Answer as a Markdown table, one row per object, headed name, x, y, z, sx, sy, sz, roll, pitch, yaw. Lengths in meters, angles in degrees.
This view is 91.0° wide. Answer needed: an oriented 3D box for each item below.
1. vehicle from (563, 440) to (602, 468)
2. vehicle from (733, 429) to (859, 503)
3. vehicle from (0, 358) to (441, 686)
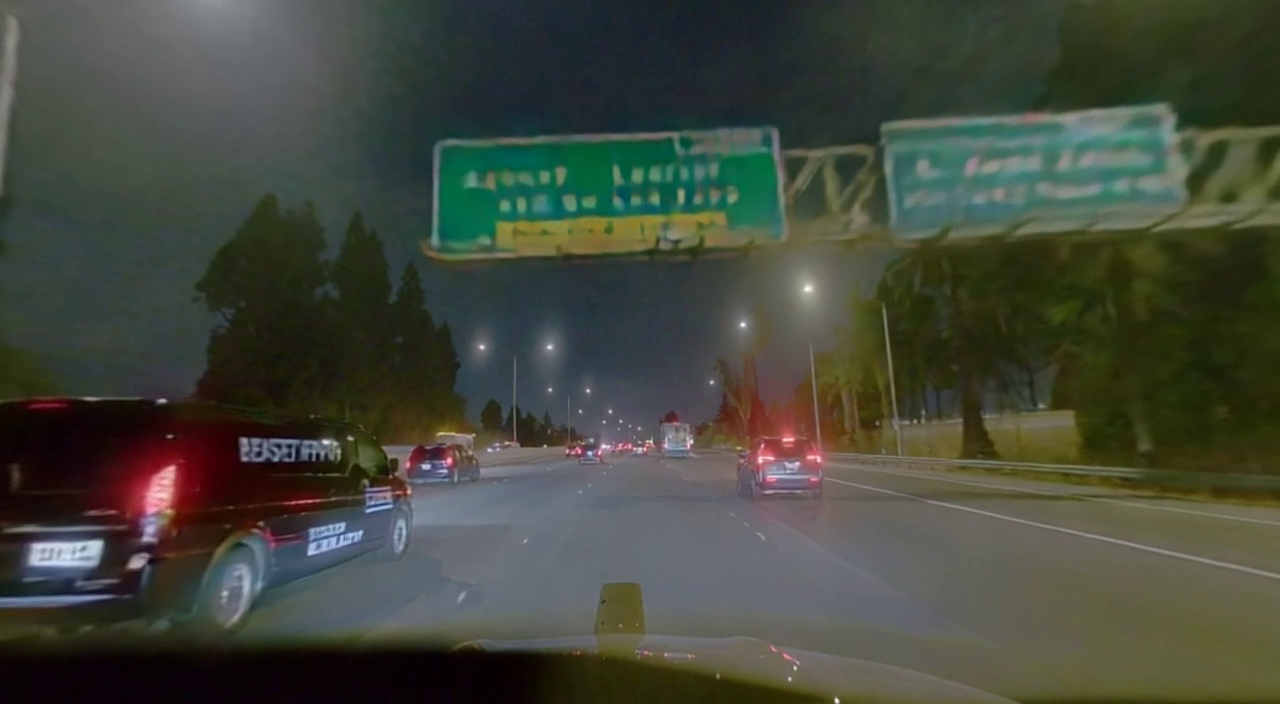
| name | x | y | z | sx | sy | sz | roll | pitch | yaw |
| --- | --- | --- | --- | --- | --- | --- | --- | --- | --- |
| vehicle | -3.645 | 6.552 | 40.475 | 2.017 | 1.683 | 4.094 | 0 | -9 | 1 |
| vehicle | 3.867 | 2.928 | 16.563 | 2.124 | 1.674 | 4.494 | 0 | -9 | -1 |
| vehicle | -3.993 | 1.362 | 6.333 | 2.215 | 1.859 | 5.375 | 0 | -9 | 0 |
